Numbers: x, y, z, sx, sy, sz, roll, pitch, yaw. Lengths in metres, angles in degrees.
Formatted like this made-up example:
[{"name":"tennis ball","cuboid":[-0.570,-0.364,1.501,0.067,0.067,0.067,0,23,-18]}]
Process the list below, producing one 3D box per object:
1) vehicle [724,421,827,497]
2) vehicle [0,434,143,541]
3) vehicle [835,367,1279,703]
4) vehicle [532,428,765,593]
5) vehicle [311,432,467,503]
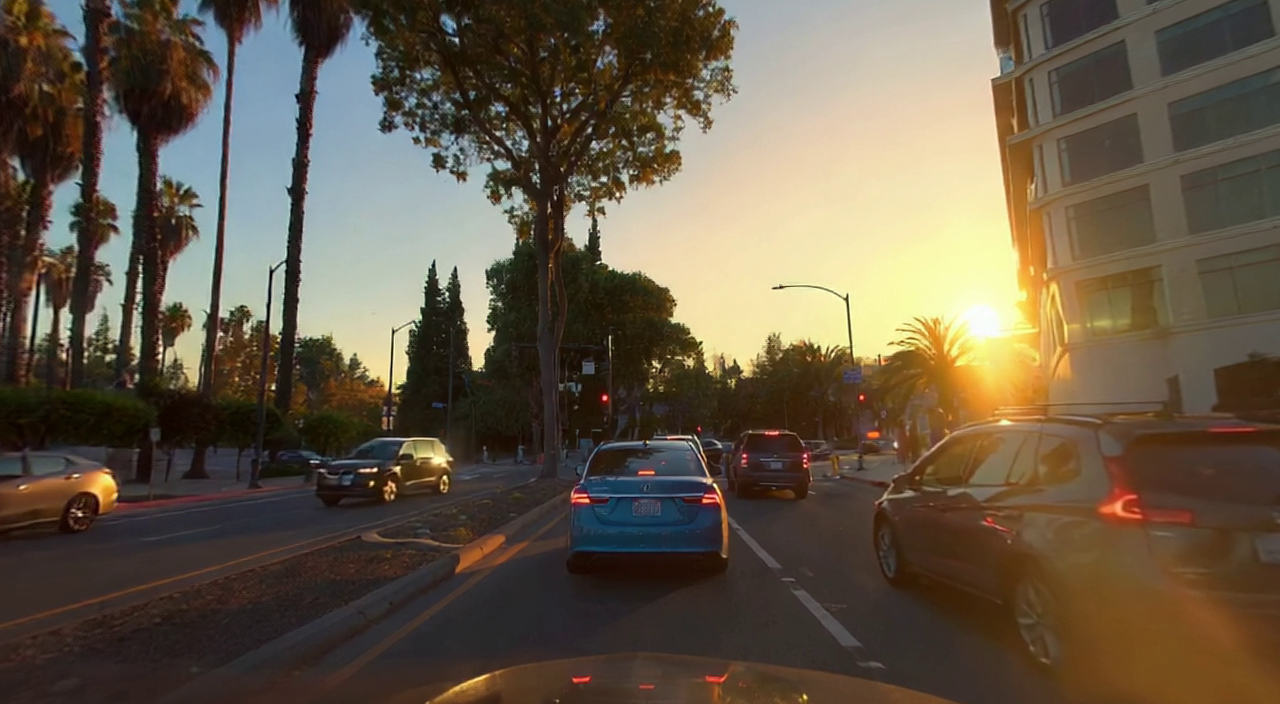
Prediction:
[{"name":"vehicle","cuboid":[3.729,3.041,18.327,2.226,1.897,4.765,-1,-8,4]},{"name":"vehicle","cuboid":[-13.061,2.719,12.296,2.240,1.964,5.707,-6,-8,0]},{"name":"vehicle","cuboid":[3.282,1.248,5.182,2.003,1.733,4.319,0,-8,1]},{"name":"vehicle","cuboid":[0.119,1.721,7.719,2.088,1.452,3.993,0,-8,1]},{"name":"vehicle","cuboid":[-6.768,3.148,17.669,2.053,1.693,4.198,-2,-9,11]}]
